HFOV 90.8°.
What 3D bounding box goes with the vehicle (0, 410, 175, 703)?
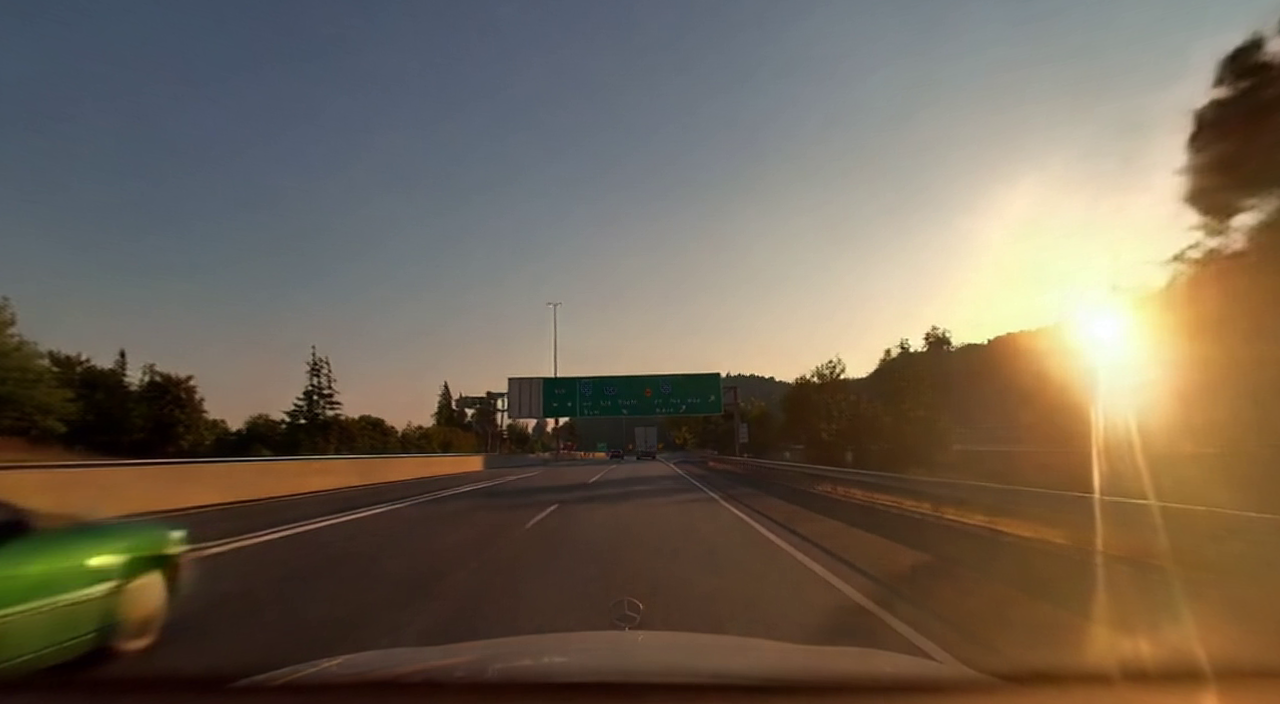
[{"bbox_3d":[-3.793,0.827,1.699,1.886,1.465,4.119,0,-9,1],"label":"vehicle"}]
